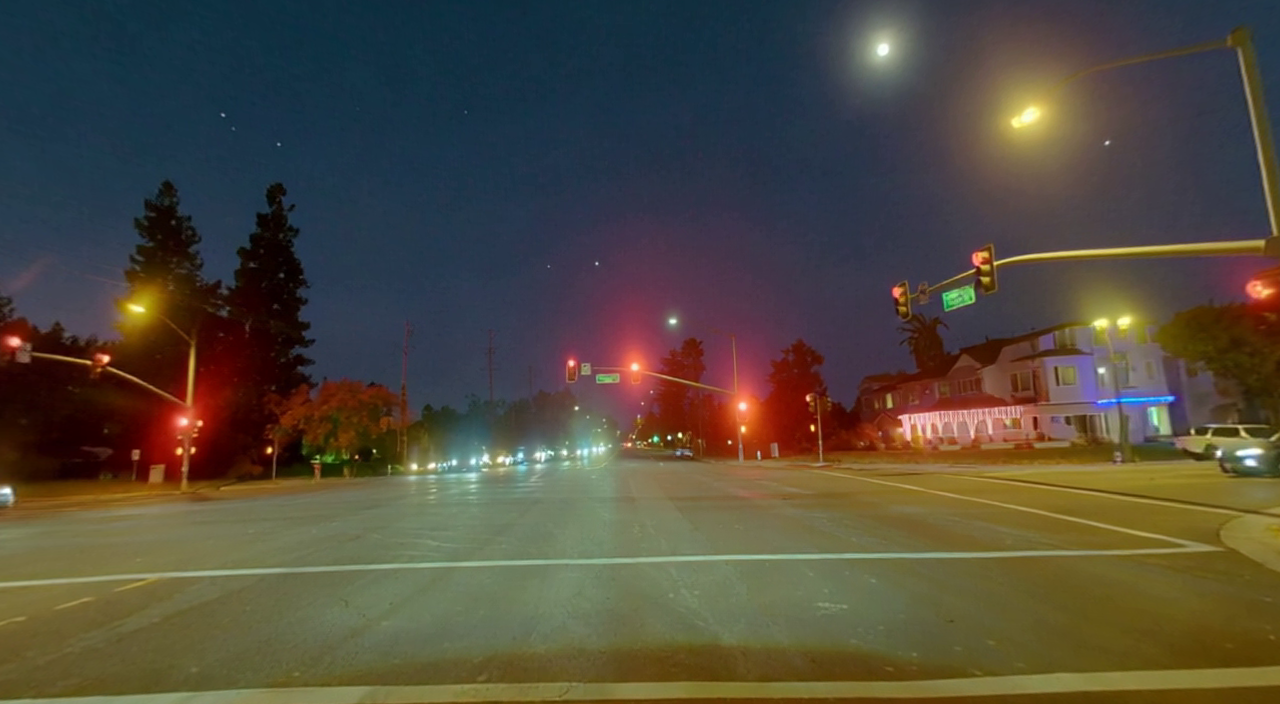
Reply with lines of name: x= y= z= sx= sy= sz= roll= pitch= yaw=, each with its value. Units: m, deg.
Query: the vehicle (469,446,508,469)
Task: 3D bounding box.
vehicle: x=-10.712 y=7.458 z=44.751 sx=1.881 sy=1.509 sz=3.377 roll=0 pitch=-9 yaw=1
